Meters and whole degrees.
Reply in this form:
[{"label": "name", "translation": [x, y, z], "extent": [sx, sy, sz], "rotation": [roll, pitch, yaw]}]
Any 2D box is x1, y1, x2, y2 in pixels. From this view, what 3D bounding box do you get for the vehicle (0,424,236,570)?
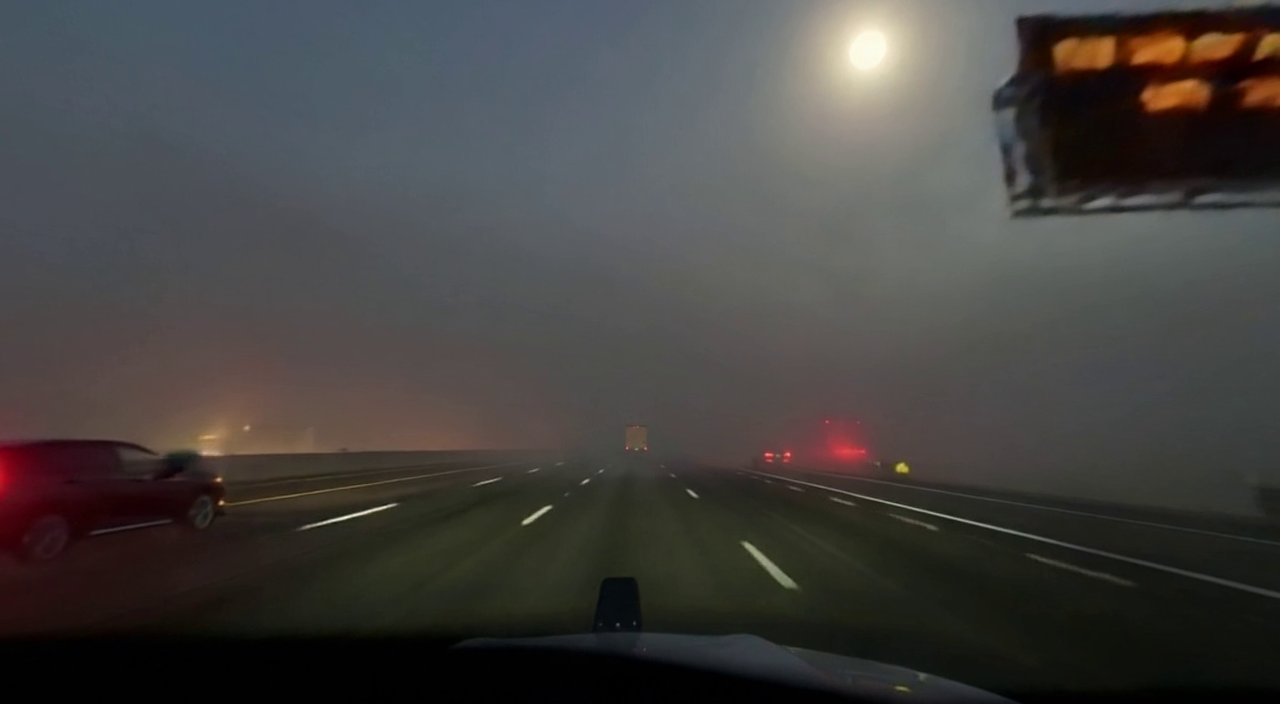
[{"label": "vehicle", "translation": [-7.845, 1.753, 8.170], "extent": [2.005, 1.545, 4.874], "rotation": [0, -8, 0]}]
